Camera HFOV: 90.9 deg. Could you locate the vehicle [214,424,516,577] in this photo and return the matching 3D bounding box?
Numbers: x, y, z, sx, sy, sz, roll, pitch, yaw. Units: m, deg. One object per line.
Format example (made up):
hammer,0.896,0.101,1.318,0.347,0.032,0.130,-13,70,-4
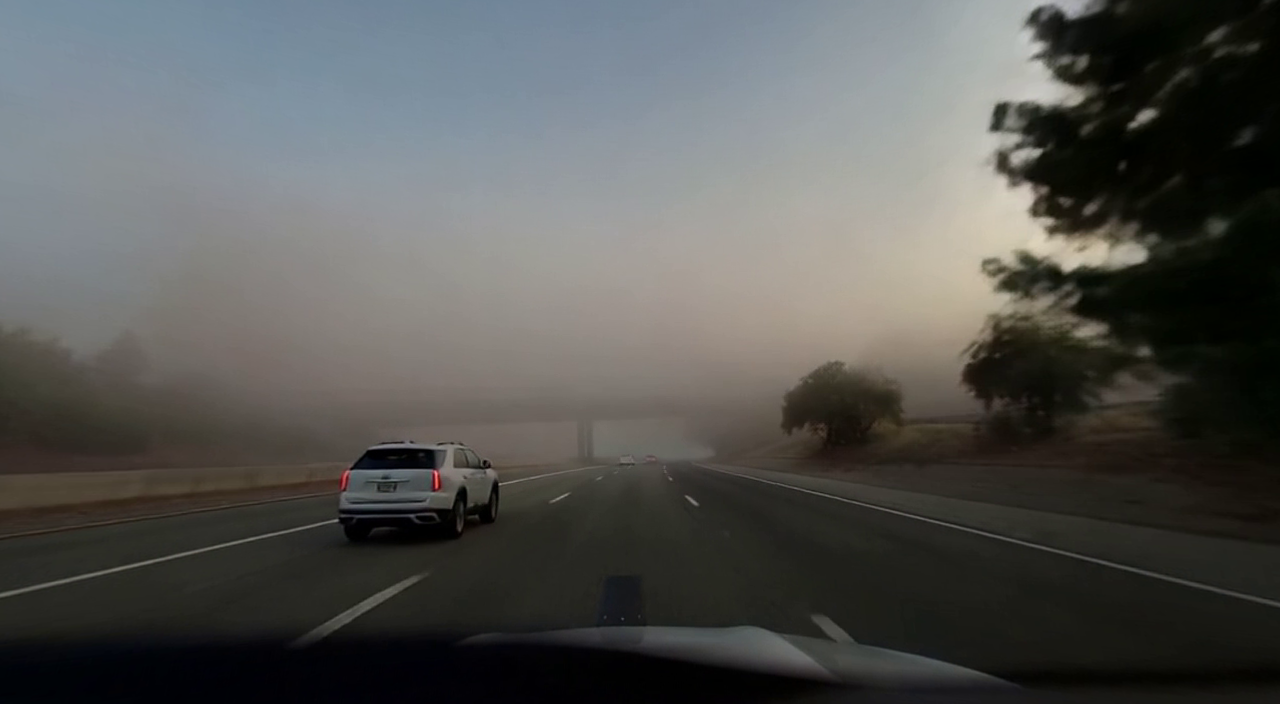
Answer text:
vehicle,-3.466,1.989,9.313,2.274,1.628,4.807,0,-9,0
